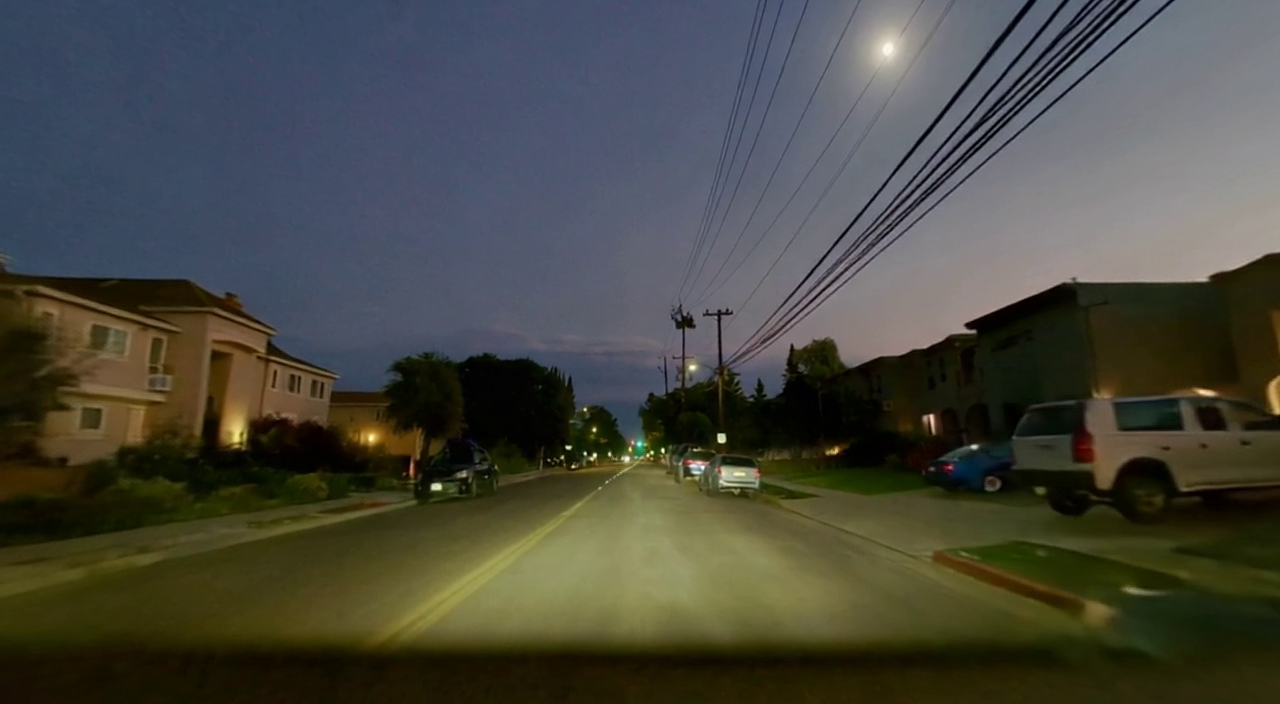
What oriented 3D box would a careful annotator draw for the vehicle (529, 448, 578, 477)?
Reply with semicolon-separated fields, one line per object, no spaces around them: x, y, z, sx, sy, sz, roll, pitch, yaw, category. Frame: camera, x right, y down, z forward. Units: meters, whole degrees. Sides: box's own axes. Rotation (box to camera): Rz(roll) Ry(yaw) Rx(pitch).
-6.257;8.207;46.616;2.398;1.910;5.999;-3;-11;4;vehicle

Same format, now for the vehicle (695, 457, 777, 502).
2.989;4.062;20.460;1.827;1.286;3.684;1;-9;-5;vehicle

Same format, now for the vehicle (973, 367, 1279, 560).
8.480;1.545;9.011;5.900;2.328;2.603;-1;-9;3;vehicle

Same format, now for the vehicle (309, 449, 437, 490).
-11.495;5.080;27.440;4.529;1.677;2.204;0;-9;1;vehicle

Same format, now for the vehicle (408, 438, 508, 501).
-6.367;4.290;22.746;2.156;1.932;4.518;-2;-12;1;vehicle
